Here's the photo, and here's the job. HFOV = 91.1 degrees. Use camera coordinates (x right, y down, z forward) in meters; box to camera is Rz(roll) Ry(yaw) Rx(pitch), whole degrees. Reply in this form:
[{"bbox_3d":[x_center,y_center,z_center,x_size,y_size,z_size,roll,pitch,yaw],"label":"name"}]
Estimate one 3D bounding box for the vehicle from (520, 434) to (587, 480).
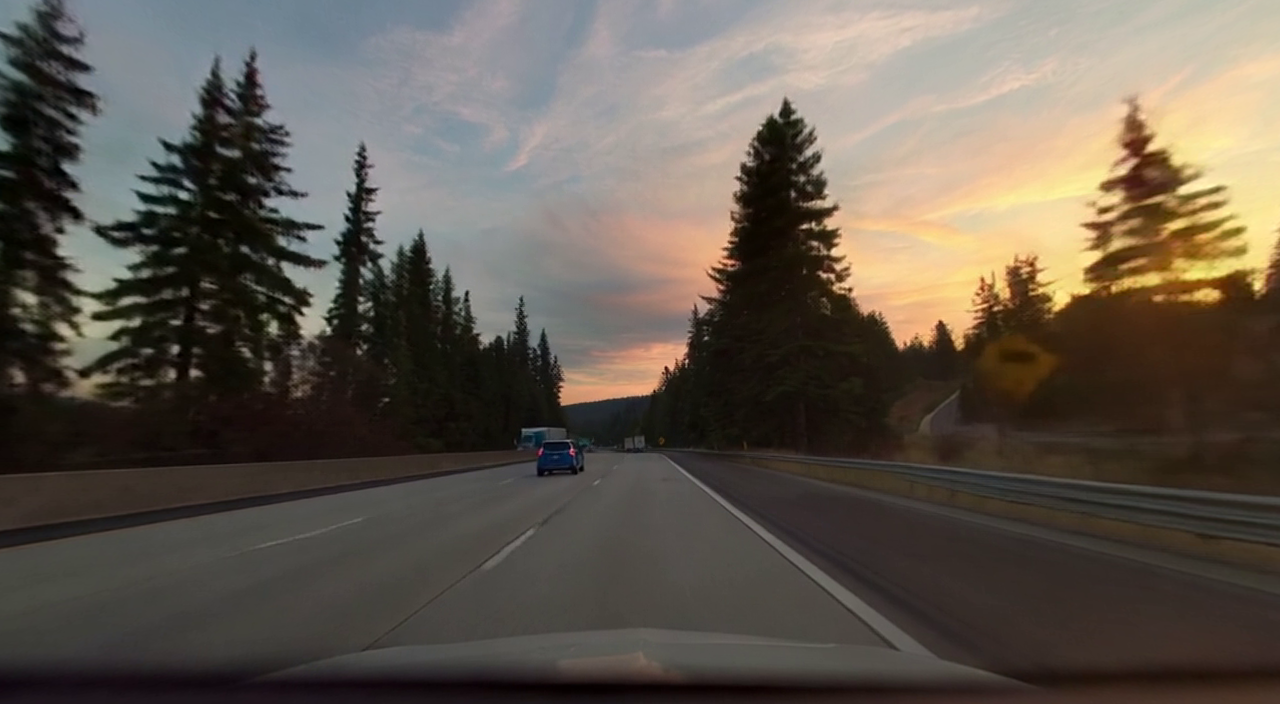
[{"bbox_3d":[-3.511,4.342,26.371,2.084,1.752,4.479,0,-8,2],"label":"vehicle"}]
